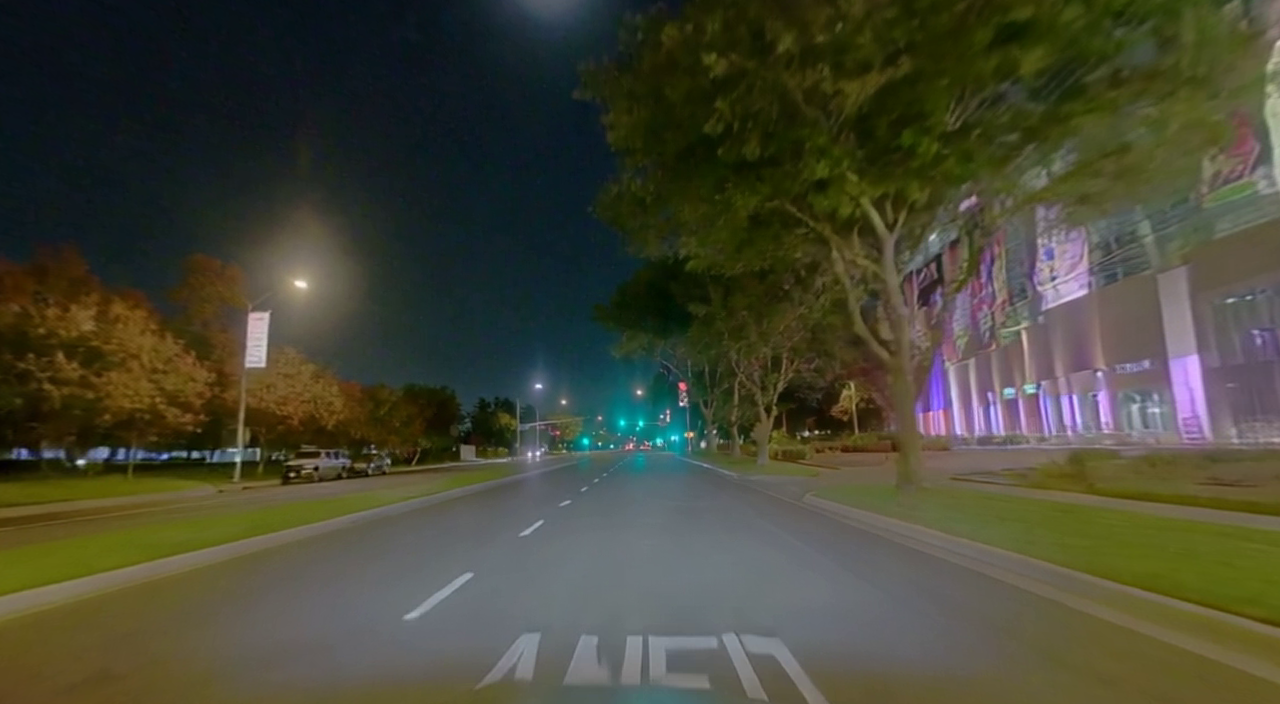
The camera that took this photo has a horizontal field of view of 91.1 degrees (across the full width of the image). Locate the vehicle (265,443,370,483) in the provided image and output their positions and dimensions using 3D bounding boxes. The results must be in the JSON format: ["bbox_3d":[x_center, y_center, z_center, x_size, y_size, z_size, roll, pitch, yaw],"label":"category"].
[{"bbox_3d":[-17.386,6.005,34.346,2.617,1.997,5.830,0,-9,0],"label":"vehicle"}]

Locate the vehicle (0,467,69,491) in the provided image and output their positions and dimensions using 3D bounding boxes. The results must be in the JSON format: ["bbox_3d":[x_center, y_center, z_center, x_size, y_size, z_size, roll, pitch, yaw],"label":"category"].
[{"bbox_3d":[-47.787,9.929,49.201,1.997,1.624,4.576,-3,-9,-4],"label":"vehicle"}]

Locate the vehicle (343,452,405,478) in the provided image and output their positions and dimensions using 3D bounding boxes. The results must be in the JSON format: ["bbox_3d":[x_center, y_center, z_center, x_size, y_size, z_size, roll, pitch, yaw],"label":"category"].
[{"bbox_3d":[-17.521,7.427,41.582,1.933,1.521,4.771,0,-9,1],"label":"vehicle"}]
